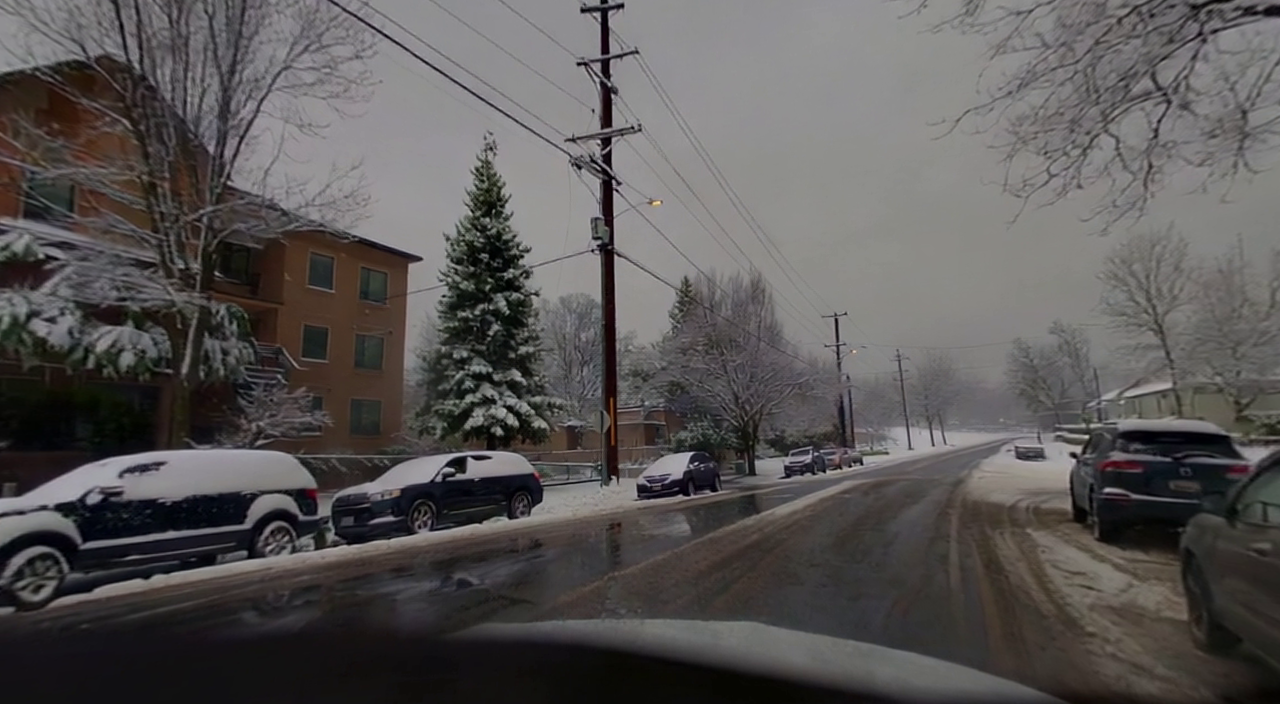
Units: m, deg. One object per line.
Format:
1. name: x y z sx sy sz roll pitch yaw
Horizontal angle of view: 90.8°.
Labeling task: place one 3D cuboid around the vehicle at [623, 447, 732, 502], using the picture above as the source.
1. vehicle: 1.493 4.434 23.230 2.017 1.582 4.664 -12 -13 28

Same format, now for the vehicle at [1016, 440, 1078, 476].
1. vehicle: 18.596 4.824 29.022 1.964 1.515 4.055 -5 -9 28

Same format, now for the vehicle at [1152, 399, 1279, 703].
1. vehicle: 3.741 0.925 2.338 2.030 1.535 4.683 -5 -10 29

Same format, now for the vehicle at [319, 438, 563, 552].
1. vehicle: -3.766 2.810 12.825 2.068 1.745 4.579 -11 -14 25

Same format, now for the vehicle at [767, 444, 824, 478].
1. vehicle: 9.063 6.256 36.557 2.011 1.801 4.676 -5 -10 28

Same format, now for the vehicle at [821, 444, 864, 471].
1. vehicle: 15.305 7.985 47.583 1.953 1.699 4.234 -11 -16 29

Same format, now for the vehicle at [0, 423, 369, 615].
1. vehicle: -6.344 2.045 8.197 1.973 1.848 5.100 -12 -13 25
